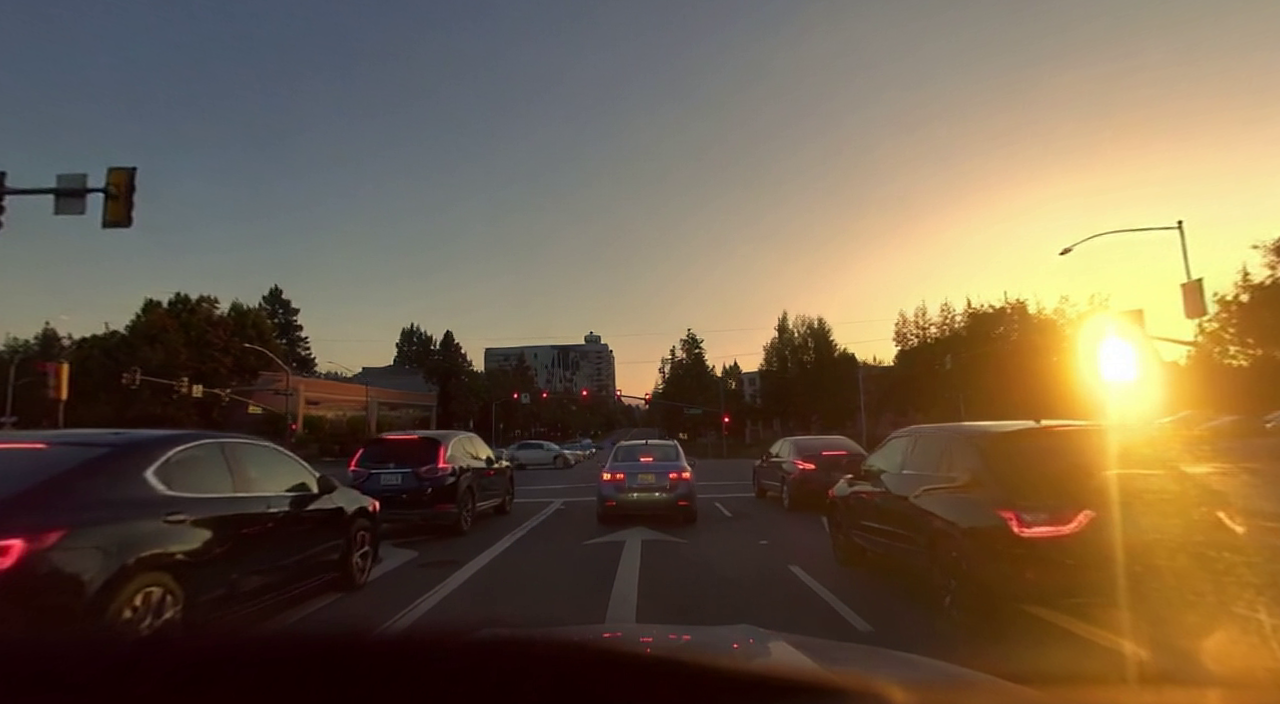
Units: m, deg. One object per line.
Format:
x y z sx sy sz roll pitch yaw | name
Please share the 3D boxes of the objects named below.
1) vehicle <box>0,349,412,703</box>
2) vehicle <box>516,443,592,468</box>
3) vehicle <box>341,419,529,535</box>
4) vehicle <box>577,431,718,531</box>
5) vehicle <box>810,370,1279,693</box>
-3.374 1.109 4.193 2.034 1.655 4.465 0 -9 0 | vehicle
-5.437 6.424 39.464 4.791 1.453 2.046 -8 -12 41 | vehicle
-3.415 2.177 11.518 1.958 1.693 4.242 0 -9 0 | vehicle
0.053 2.247 11.589 2.114 1.482 4.056 0 -9 -2 | vehicle
3.238 1.262 5.560 2.178 1.691 4.314 0 -9 -1 | vehicle
